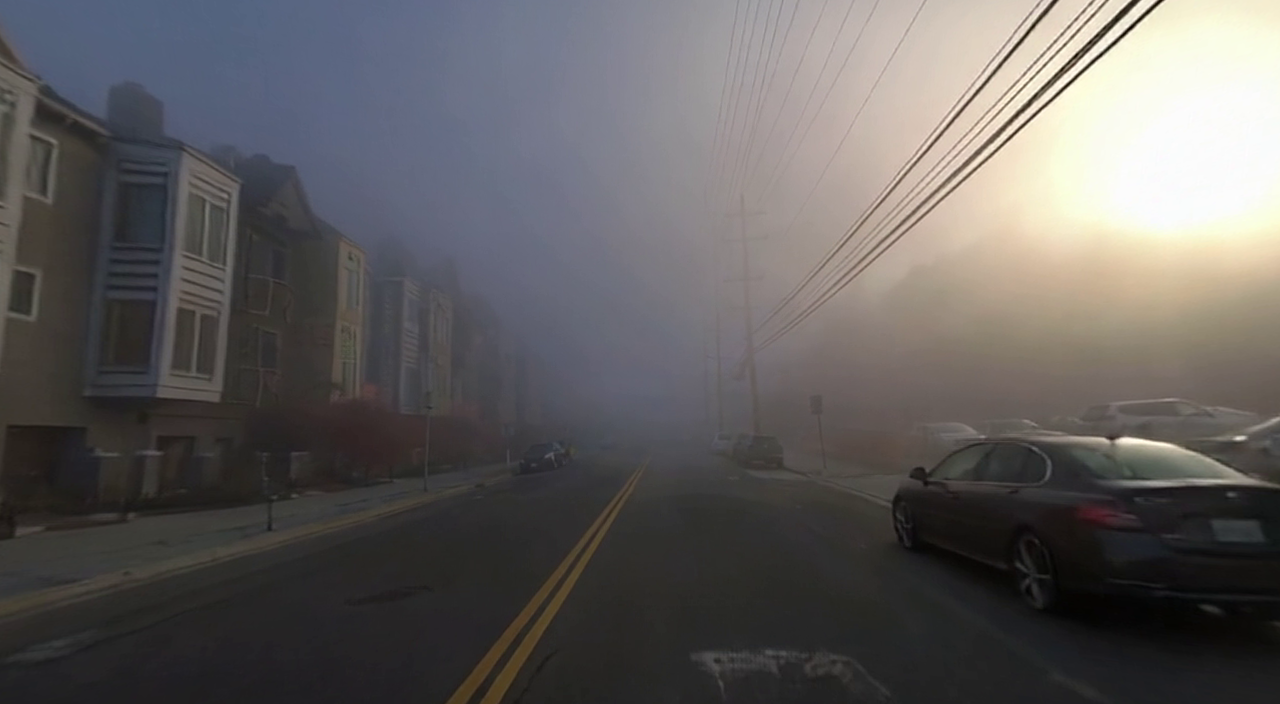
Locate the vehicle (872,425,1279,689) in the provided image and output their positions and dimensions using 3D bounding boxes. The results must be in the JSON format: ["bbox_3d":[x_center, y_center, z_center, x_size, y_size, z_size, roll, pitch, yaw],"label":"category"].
[{"bbox_3d":[3.970,1.471,5.894,1.928,1.440,4.738,0,-8,2],"label":"vehicle"}]

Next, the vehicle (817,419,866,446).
[{"bbox_3d":[14.126,5.711,44.420,2.000,1.792,4.666,0,-8,1],"label":"vehicle"}]

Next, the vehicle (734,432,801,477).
[{"bbox_3d":[4.908,3.998,24.849,1.914,1.591,3.892,0,-8,1],"label":"vehicle"}]

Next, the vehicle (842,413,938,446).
[{"bbox_3d":[15.000,4.762,38.318,2.152,1.875,5.778,3,-8,-18],"label":"vehicle"}]

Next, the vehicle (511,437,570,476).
[{"bbox_3d":[-4.570,4.868,29.570,1.913,1.672,4.267,-1,-8,3],"label":"vehicle"}]
